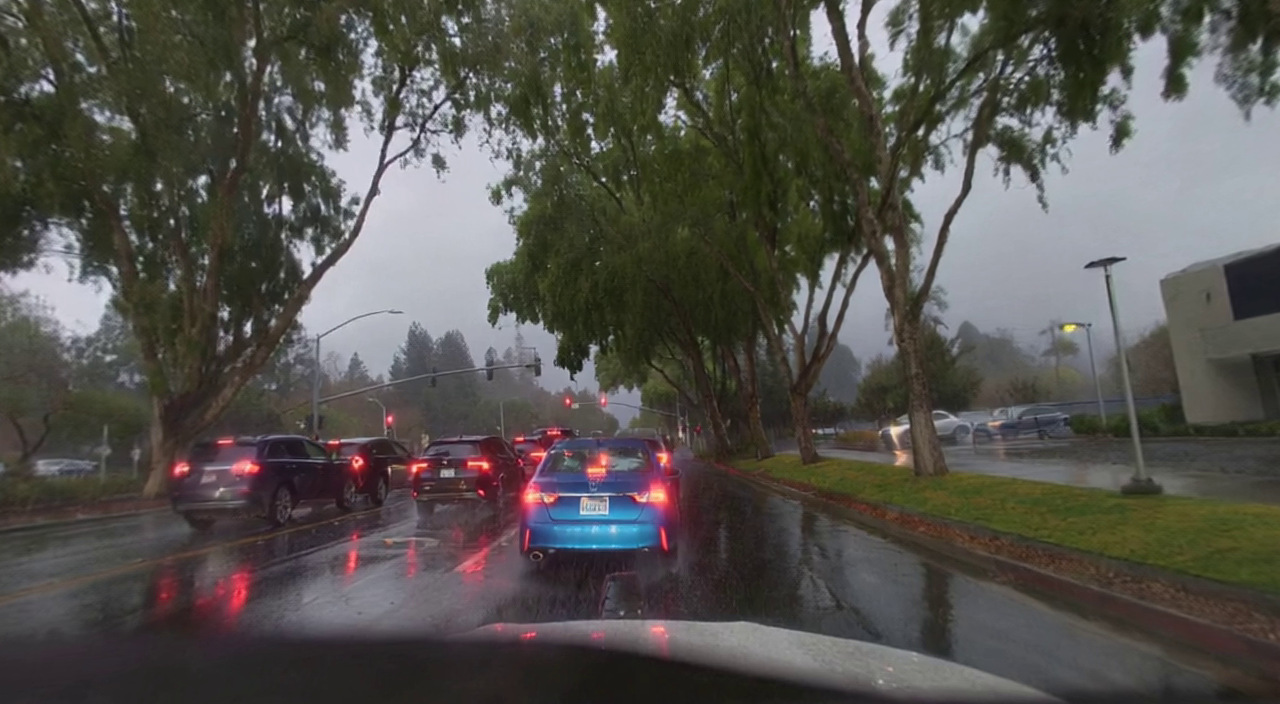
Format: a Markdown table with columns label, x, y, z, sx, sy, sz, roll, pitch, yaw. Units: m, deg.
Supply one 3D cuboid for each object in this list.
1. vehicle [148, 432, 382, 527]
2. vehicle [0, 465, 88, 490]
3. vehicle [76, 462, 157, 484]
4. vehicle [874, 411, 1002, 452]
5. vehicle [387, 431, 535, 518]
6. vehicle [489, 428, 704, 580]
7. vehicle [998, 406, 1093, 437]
| label | x | y | z | sx | sy | sz | roll | pitch | yaw |
| --- | --- | --- | --- | --- | --- | --- | --- | --- | --- |
| vehicle | -7.277 | 2.504 | 12.947 | 2.096 | 1.593 | 4.288 | 0 | -9 | 1 |
| vehicle | -36.598 | 7.632 | 38.550 | 4.093 | 1.440 | 1.804 | 0 | -9 | 0 |
| vehicle | -36.349 | 8.369 | 43.907 | 3.918 | 1.423 | 1.861 | 0 | -9 | -1 |
| vehicle | 13.947 | 3.773 | 29.830 | 4.975 | 1.809 | 1.956 | 0 | -9 | 1 |
| vehicle | -3.623 | 2.561 | 13.641 | 1.969 | 1.570 | 4.019 | 0 | -9 | 1 |
| vehicle | -0.415 | 1.798 | 8.237 | 2.104 | 1.472 | 3.946 | 0 | -9 | 0 |
| vehicle | 28.630 | 4.948 | 44.848 | 5.333 | 1.880 | 2.130 | -6 | -9 | 25 |
